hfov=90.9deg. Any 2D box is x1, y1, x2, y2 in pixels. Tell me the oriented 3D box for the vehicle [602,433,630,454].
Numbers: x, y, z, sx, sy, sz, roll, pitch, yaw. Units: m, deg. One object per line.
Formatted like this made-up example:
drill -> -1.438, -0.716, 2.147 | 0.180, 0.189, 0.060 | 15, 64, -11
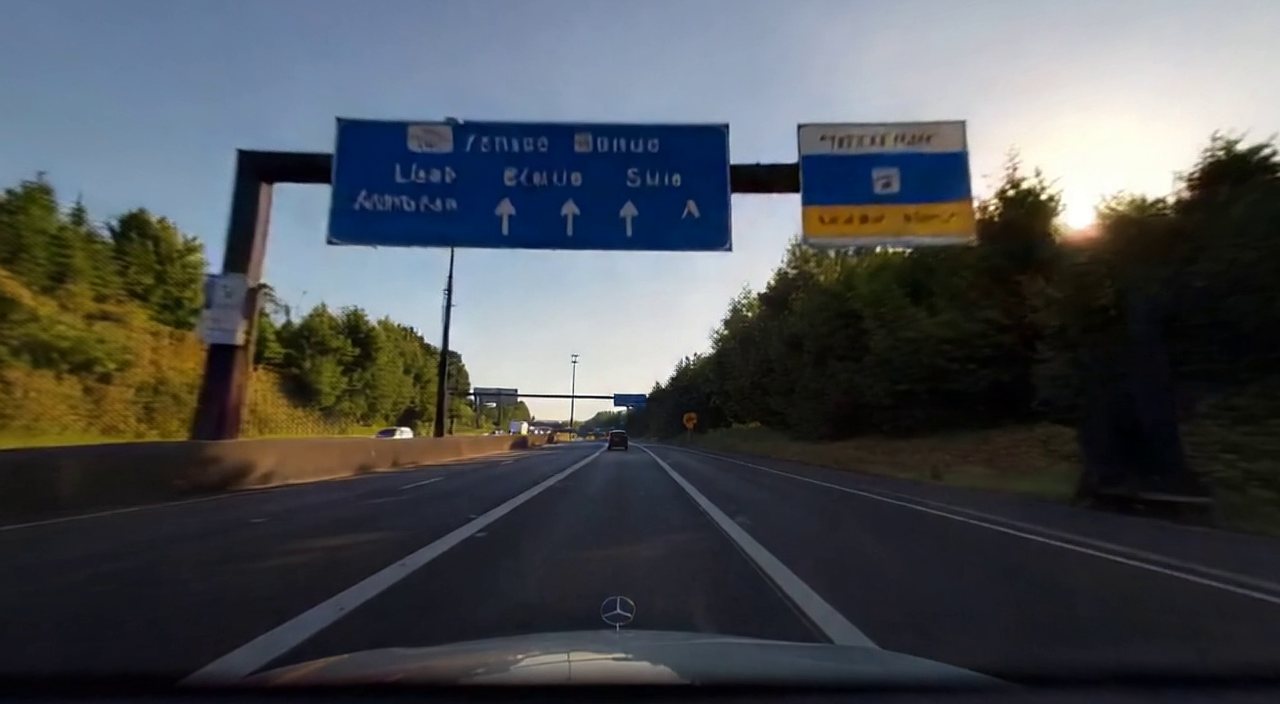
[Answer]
vehicle -> -1.796, 6.829, 47.180 | 2.000, 1.491, 3.913 | 0, -8, -2
